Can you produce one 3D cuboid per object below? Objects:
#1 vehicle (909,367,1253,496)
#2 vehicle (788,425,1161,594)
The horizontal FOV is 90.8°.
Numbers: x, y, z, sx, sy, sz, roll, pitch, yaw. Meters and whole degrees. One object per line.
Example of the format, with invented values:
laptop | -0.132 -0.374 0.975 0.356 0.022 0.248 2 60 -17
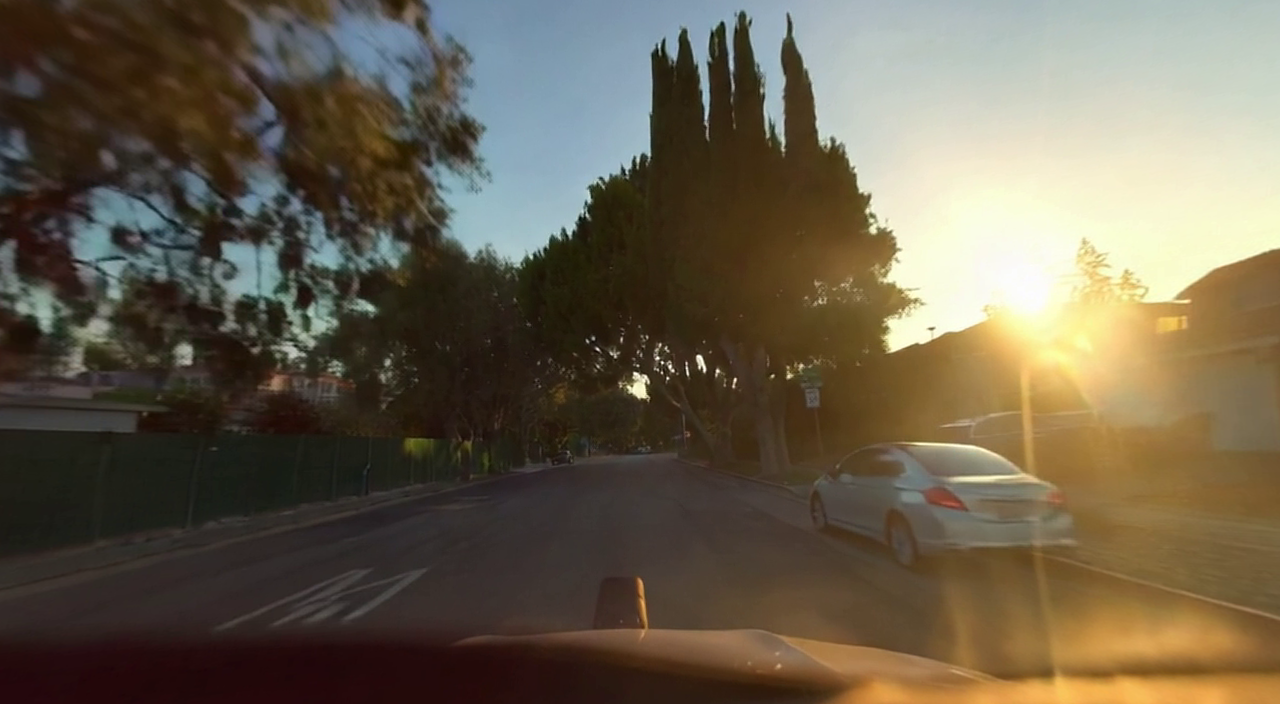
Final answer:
vehicle | 9.708 1.832 14.372 5.935 1.911 2.236 -8 -10 -1
vehicle | 3.683 1.818 8.383 2.051 1.524 5.047 0 -8 -2
